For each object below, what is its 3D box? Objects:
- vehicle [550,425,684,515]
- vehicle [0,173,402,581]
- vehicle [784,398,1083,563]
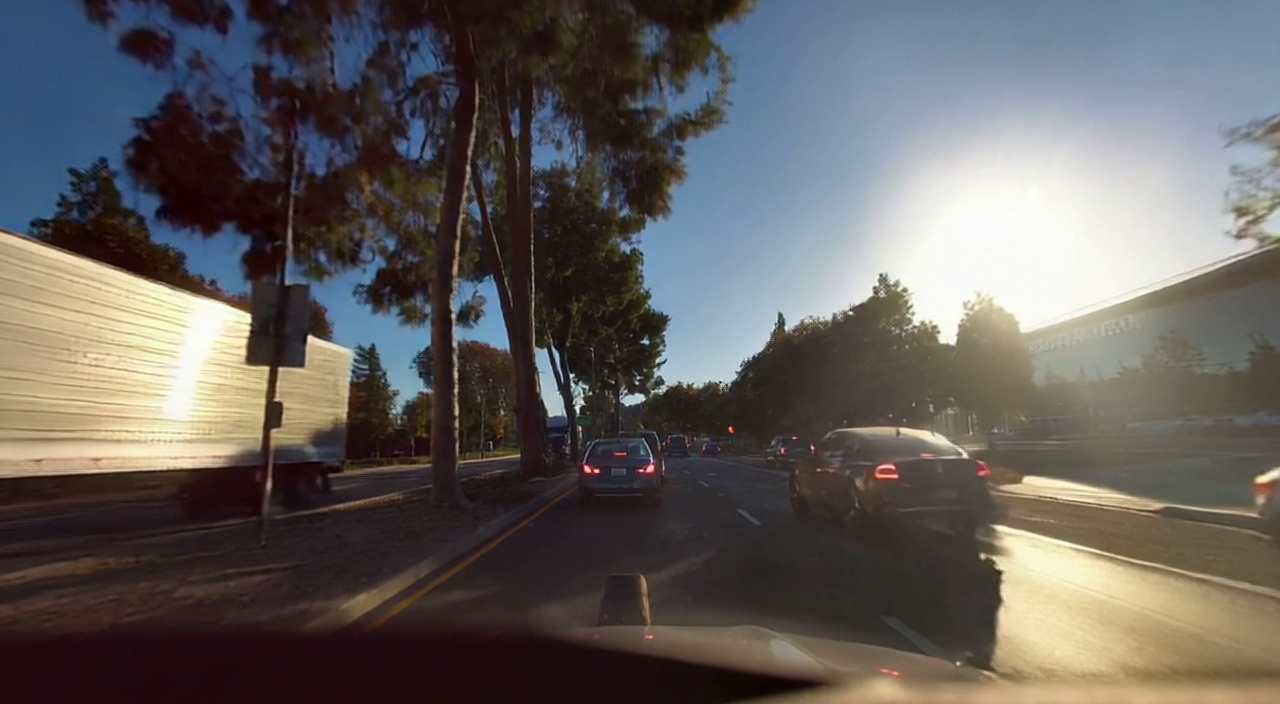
[{"bbox_3d":[-0.403,2.360,12.998,2.315,1.563,4.080,0,-9,0],"label":"vehicle"},{"bbox_3d":[-8.369,0.672,9.338,3.250,4.249,16.263,0,-9,0],"label":"vehicle"},{"bbox_3d":[3.689,1.718,9.089,2.090,1.763,4.560,0,-9,0],"label":"vehicle"}]
